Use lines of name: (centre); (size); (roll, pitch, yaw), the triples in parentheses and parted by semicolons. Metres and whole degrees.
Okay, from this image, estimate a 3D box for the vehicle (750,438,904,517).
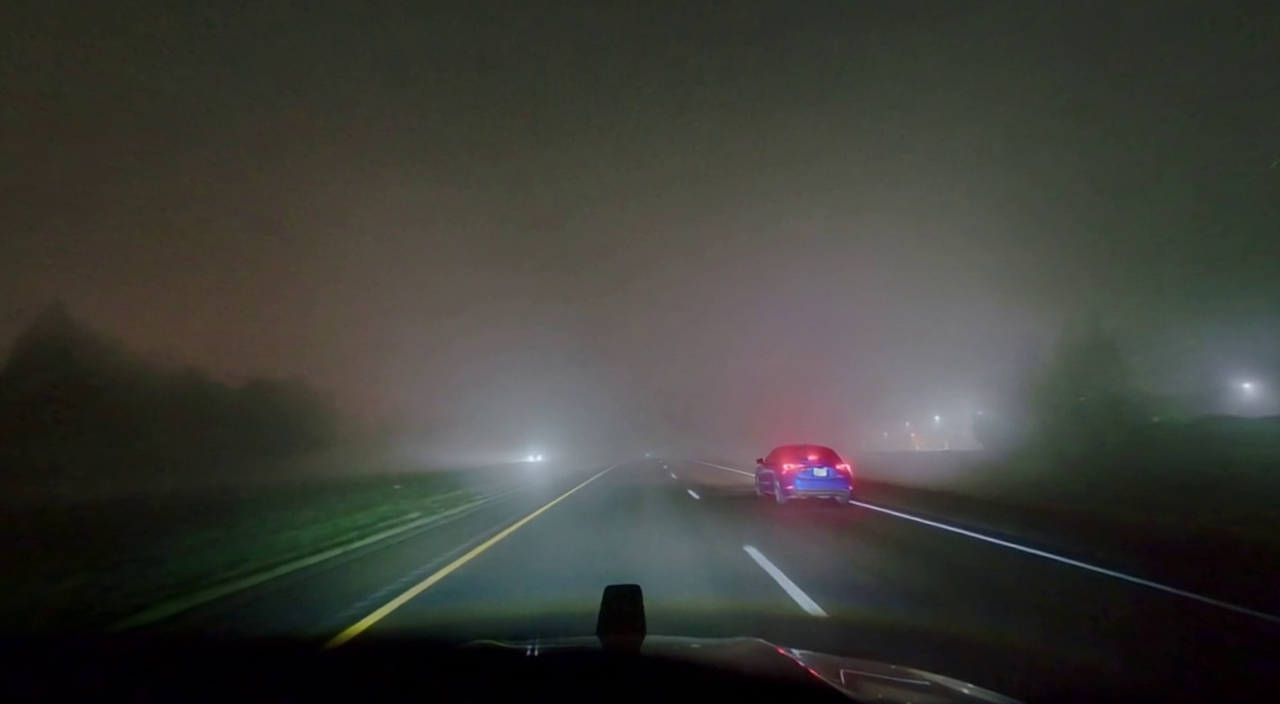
vehicle: (4.059, 2.799, 14.671); (2.053, 1.490, 4.799); (-1, -8, -1)
